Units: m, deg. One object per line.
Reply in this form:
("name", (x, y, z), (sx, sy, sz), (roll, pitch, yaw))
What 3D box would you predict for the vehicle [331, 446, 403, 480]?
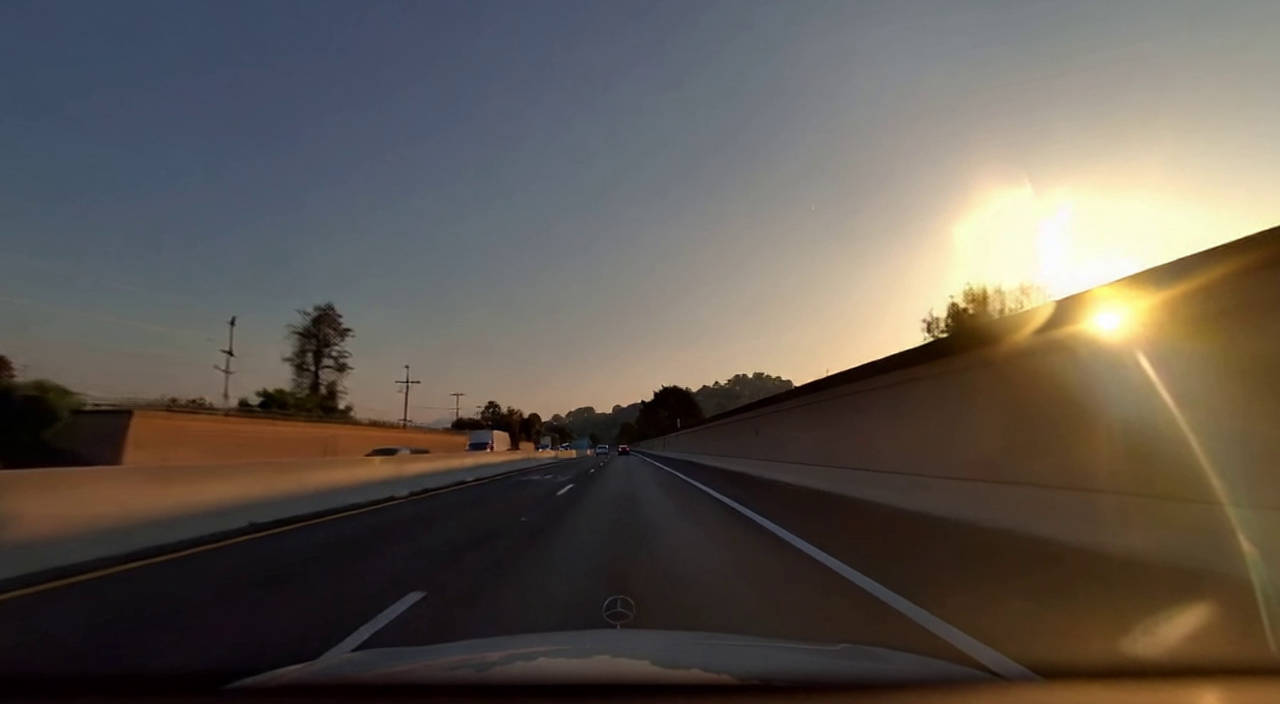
("vehicle", (-13.565, 5.521, 31.371), (1.883, 1.562, 4.072), (0, -9, -2))
